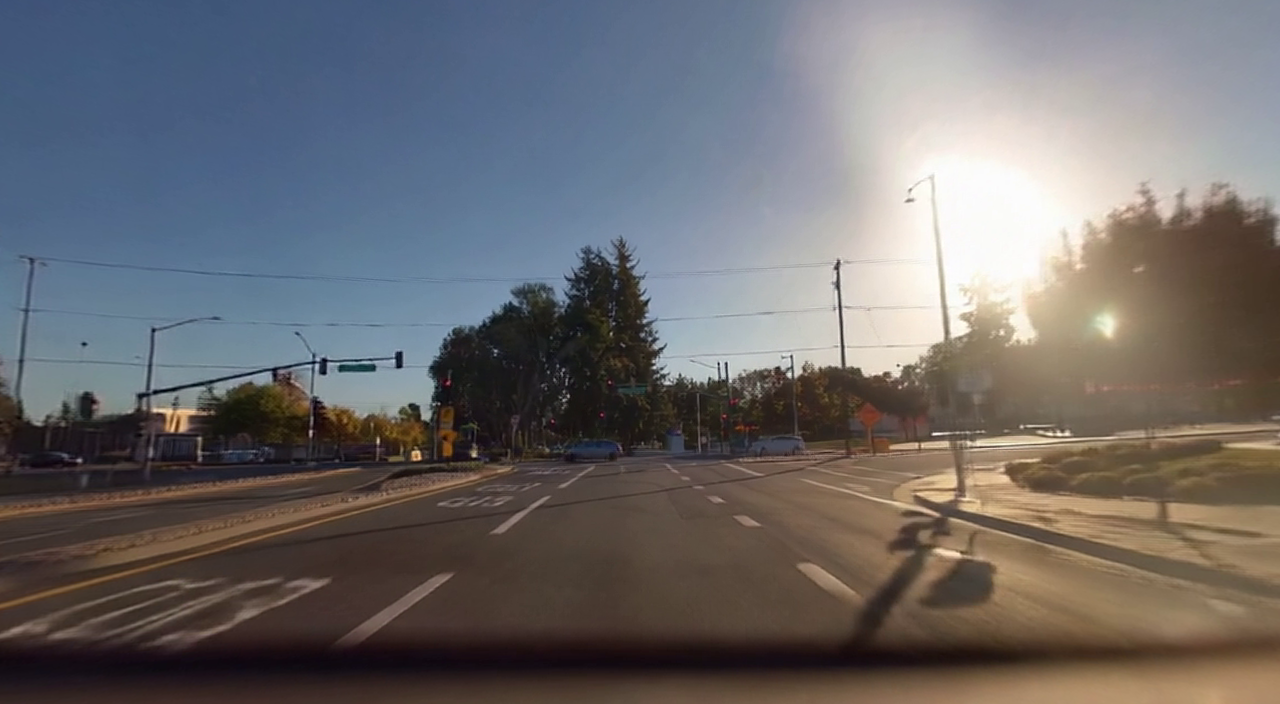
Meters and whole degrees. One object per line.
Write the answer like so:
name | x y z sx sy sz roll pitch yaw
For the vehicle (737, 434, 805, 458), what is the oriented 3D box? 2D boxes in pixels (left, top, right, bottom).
vehicle | 9.414 6.799 45.695 4.478 1.678 1.870 0 -8 2

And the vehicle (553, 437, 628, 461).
vehicle | -3.364 6.566 42.876 4.709 1.501 1.895 4 -9 -25
